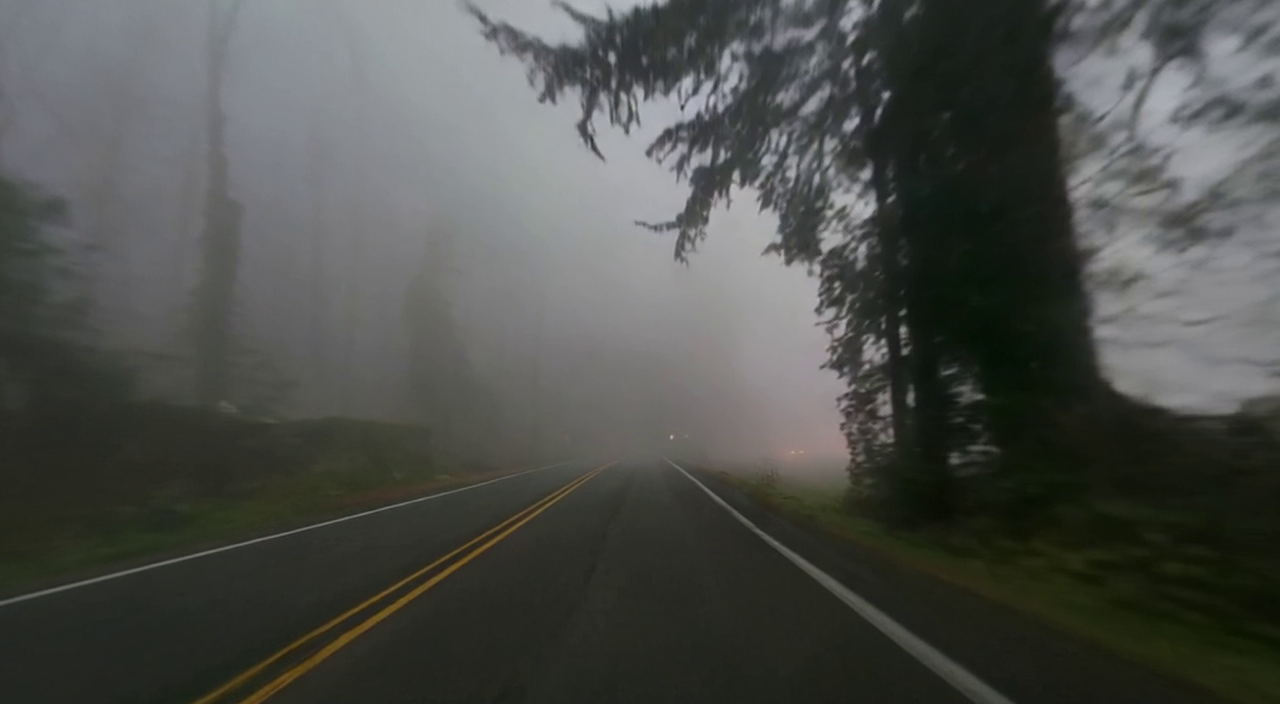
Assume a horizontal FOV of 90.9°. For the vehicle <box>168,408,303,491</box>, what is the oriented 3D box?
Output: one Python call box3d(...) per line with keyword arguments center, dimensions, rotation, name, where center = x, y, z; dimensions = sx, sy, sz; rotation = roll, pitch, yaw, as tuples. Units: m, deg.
box3d(center=(-23.132, 5.634, 36.625), dimensions=(3.118, 4.309, 6.820), rotation=(0, -8, 0), name="vehicle")
